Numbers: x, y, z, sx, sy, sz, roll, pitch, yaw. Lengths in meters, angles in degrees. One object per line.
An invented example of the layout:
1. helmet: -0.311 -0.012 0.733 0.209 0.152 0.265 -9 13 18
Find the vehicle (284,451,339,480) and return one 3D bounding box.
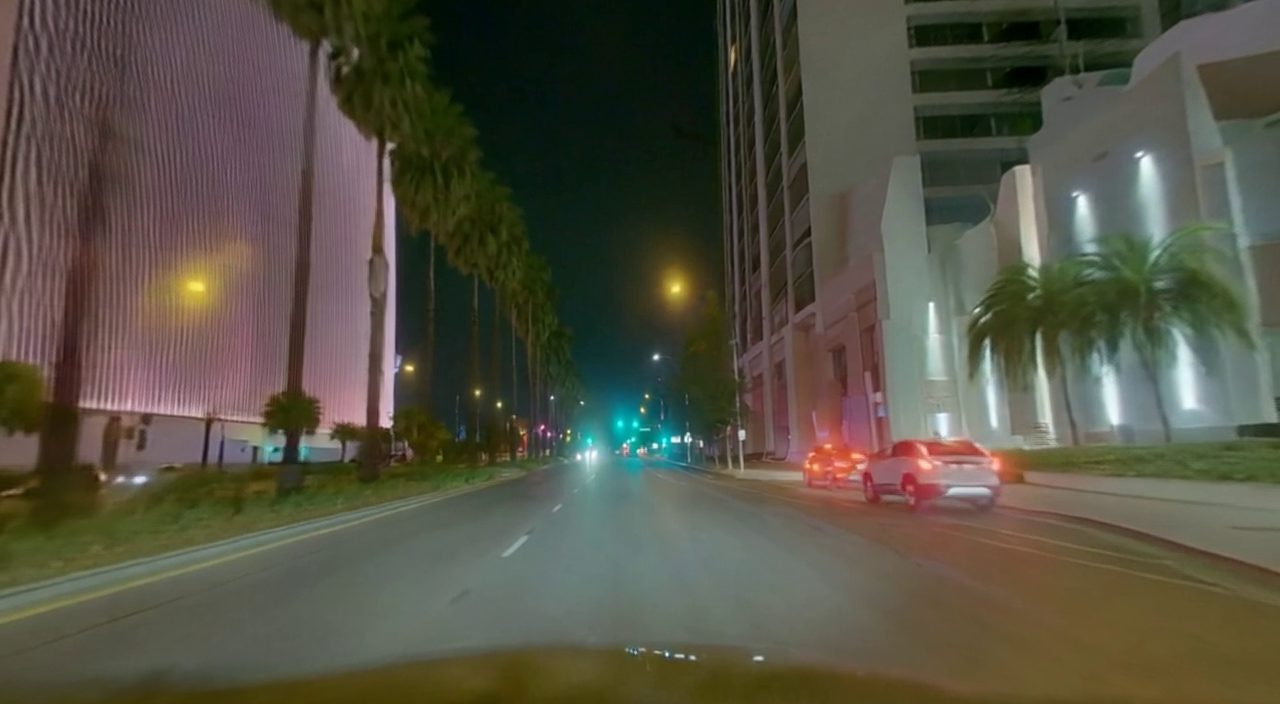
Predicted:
1. vehicle: -19.932 6.852 38.446 1.703 1.493 3.803 0 -7 -7

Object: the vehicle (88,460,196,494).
1. vehicle: -24.749 6.188 31.632 1.801 1.444 4.640 0 -9 -3

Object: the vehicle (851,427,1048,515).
1. vehicle: 6.898 2.701 14.805 2.225 1.727 4.418 0 -9 -2
